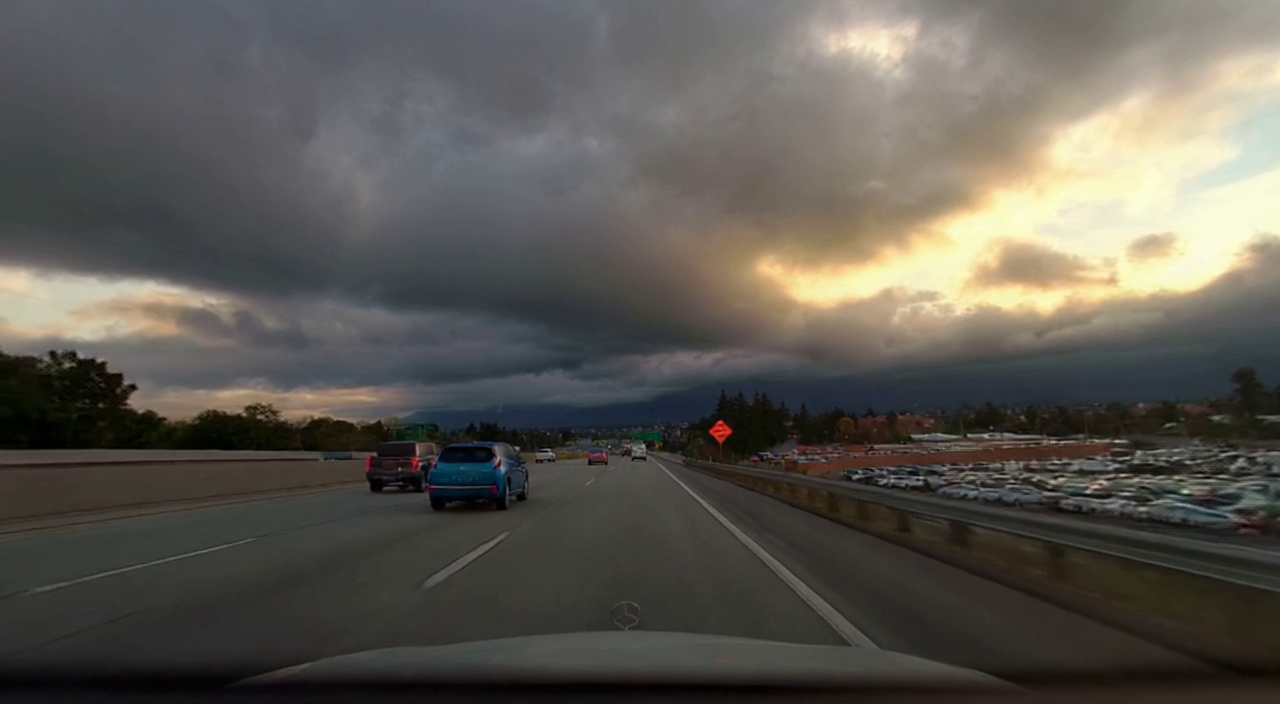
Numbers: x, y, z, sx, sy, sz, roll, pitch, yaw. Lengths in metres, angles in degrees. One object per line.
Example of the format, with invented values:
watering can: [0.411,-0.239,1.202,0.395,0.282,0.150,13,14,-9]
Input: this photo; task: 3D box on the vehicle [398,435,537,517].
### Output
vehicle: [-3.910,2.891,15.171,2.070,1.665,4.213,0,-9,1]

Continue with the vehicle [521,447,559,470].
vehicle: [-7.492,8.056,47.773,2.046,1.644,4.422,0,-9,1]
